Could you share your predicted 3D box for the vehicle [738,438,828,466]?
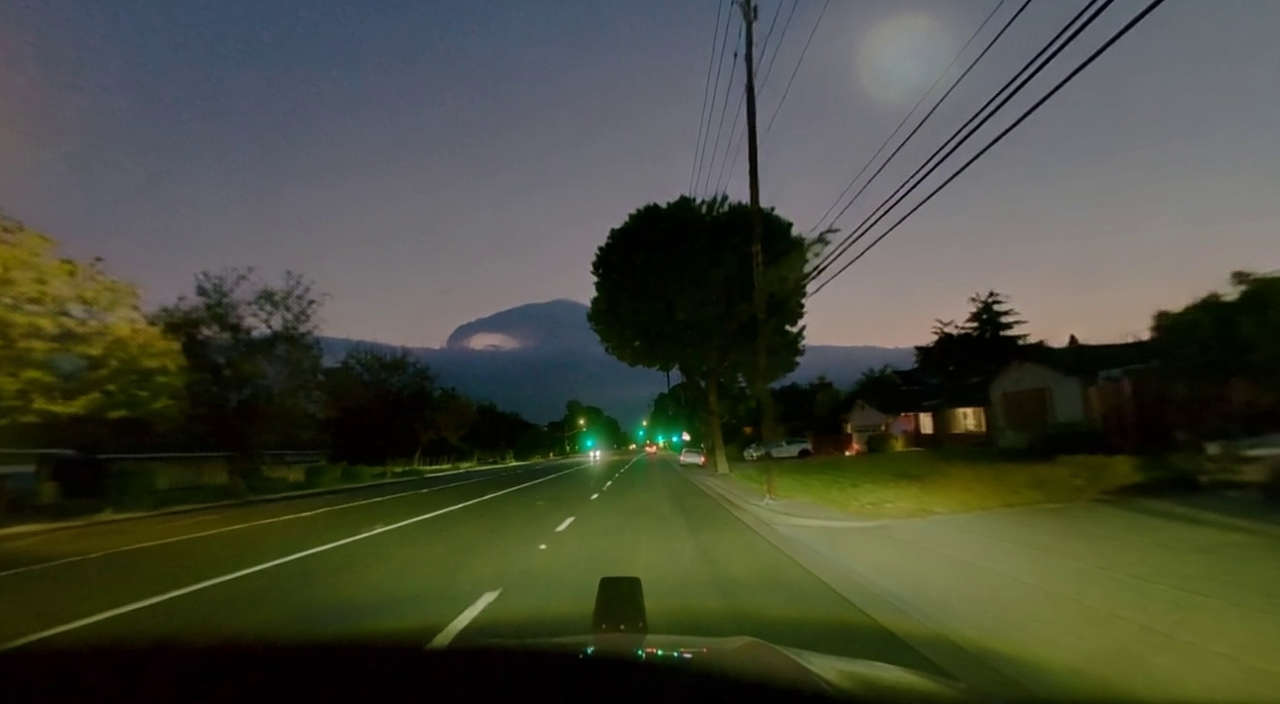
[{"bbox_3d":[8.141,5.740,36.237,4.719,1.556,1.869,0,-9,1],"label":"vehicle"}]
